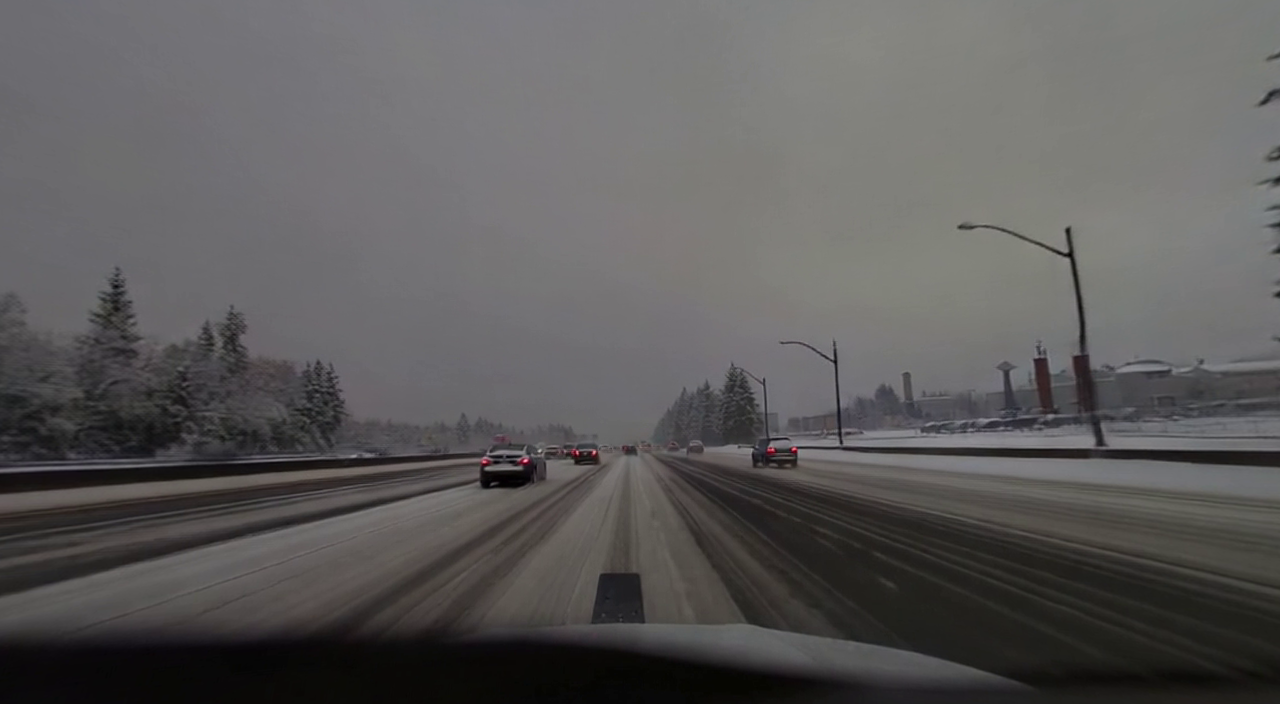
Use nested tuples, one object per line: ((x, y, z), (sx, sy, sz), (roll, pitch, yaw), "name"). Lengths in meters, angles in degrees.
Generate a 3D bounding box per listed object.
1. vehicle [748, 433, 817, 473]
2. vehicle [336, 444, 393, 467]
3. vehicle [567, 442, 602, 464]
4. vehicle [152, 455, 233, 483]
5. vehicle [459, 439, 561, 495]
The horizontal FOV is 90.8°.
((6.790, 4.867, 30.667), (2.147, 1.769, 4.666), (0, -9, -2), "vehicle")
((-21.091, 7.925, 48.588), (2.136, 1.695, 5.011), (0, -9, 0), "vehicle")
((-3.897, 7.194, 45.112), (2.078, 1.464, 4.093), (0, -9, 0), "vehicle")
((-24.515, 6.406, 34.798), (1.724, 1.414, 3.765), (0, -9, -1), "vehicle")
((-3.697, 3.373, 18.951), (2.047, 1.469, 4.614), (0, -9, 0), "vehicle")
